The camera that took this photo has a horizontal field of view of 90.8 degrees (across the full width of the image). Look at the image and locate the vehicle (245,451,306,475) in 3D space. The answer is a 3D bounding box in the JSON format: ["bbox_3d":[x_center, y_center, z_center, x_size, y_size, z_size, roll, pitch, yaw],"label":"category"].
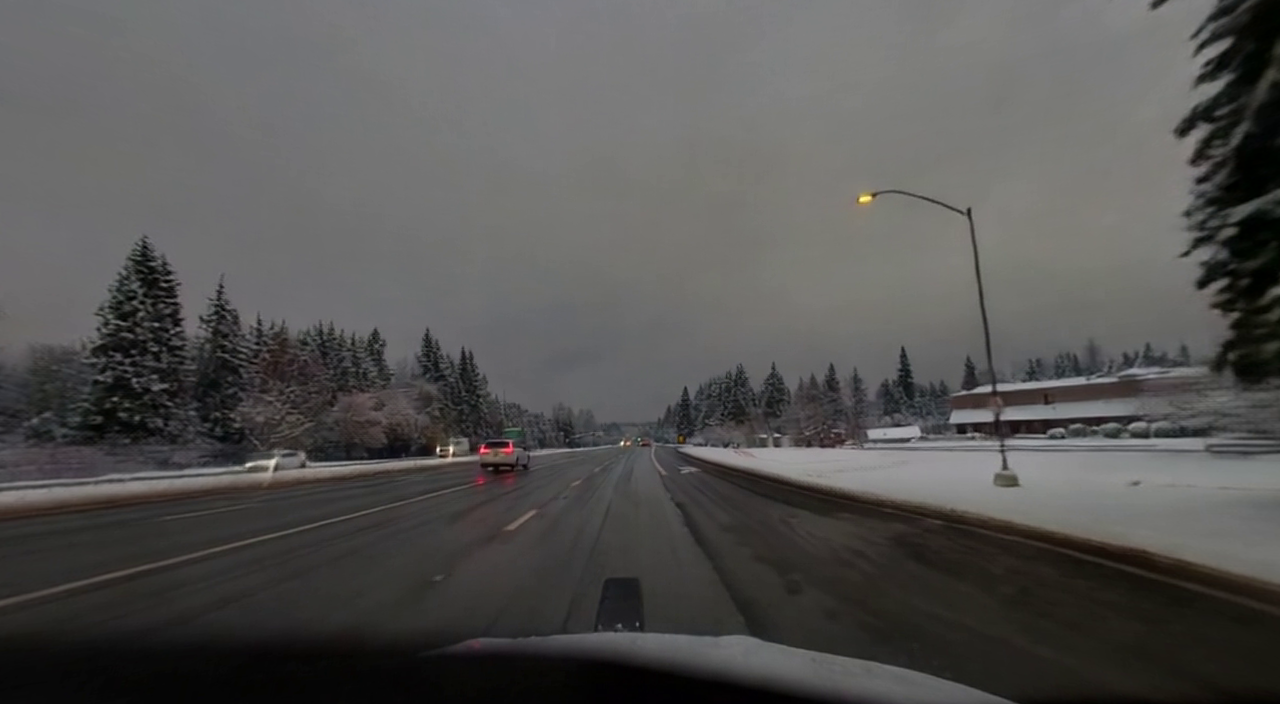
[{"bbox_3d":[-27.715,8.441,48.212,1.958,1.712,4.643,0,-9,-2],"label":"vehicle"}]

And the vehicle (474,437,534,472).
[{"bbox_3d":[-7.294,5.545,34.377,2.115,1.711,4.722,-1,-9,1],"label":"vehicle"}]
